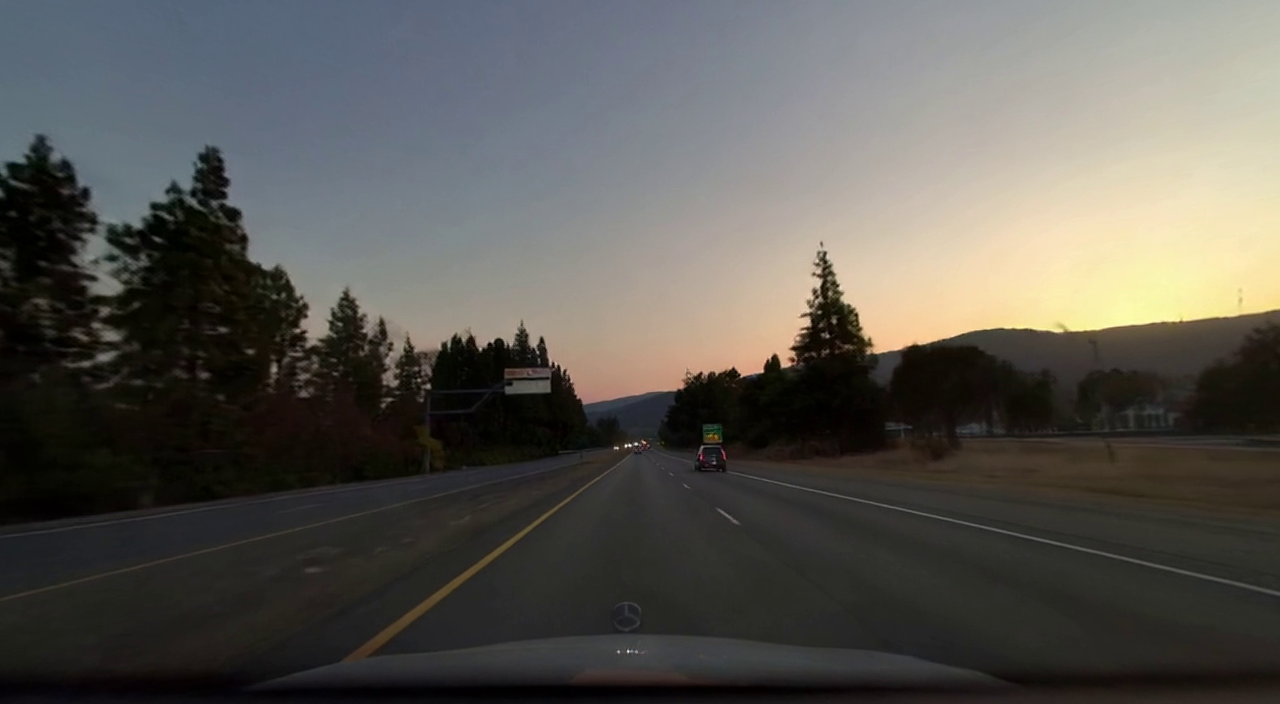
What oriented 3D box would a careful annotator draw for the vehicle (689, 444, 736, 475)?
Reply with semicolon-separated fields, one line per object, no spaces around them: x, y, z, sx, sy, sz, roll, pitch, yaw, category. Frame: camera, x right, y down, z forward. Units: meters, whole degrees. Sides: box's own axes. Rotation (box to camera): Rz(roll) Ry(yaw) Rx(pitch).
3.978;5.983;35.271;2.013;1.584;3.995;0;-9;-1;vehicle
